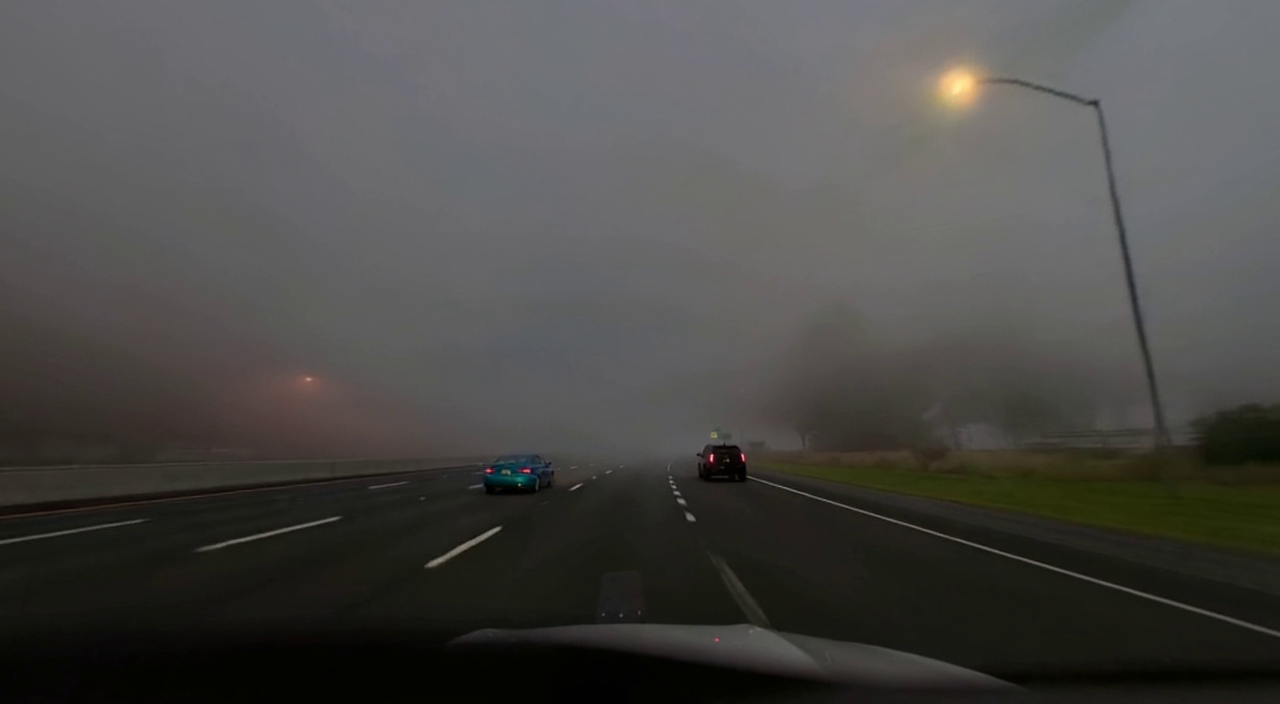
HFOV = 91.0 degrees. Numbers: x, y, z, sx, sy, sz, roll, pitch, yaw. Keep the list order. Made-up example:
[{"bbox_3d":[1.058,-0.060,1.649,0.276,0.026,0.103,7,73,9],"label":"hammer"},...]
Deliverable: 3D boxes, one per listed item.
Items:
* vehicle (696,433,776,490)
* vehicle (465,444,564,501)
[{"bbox_3d":[3.307,3.873,22.590,2.225,1.833,4.340,0,-9,1],"label":"vehicle"},{"bbox_3d":[-3.579,3.508,18.787,1.937,1.490,4.372,0,-9,1],"label":"vehicle"}]
